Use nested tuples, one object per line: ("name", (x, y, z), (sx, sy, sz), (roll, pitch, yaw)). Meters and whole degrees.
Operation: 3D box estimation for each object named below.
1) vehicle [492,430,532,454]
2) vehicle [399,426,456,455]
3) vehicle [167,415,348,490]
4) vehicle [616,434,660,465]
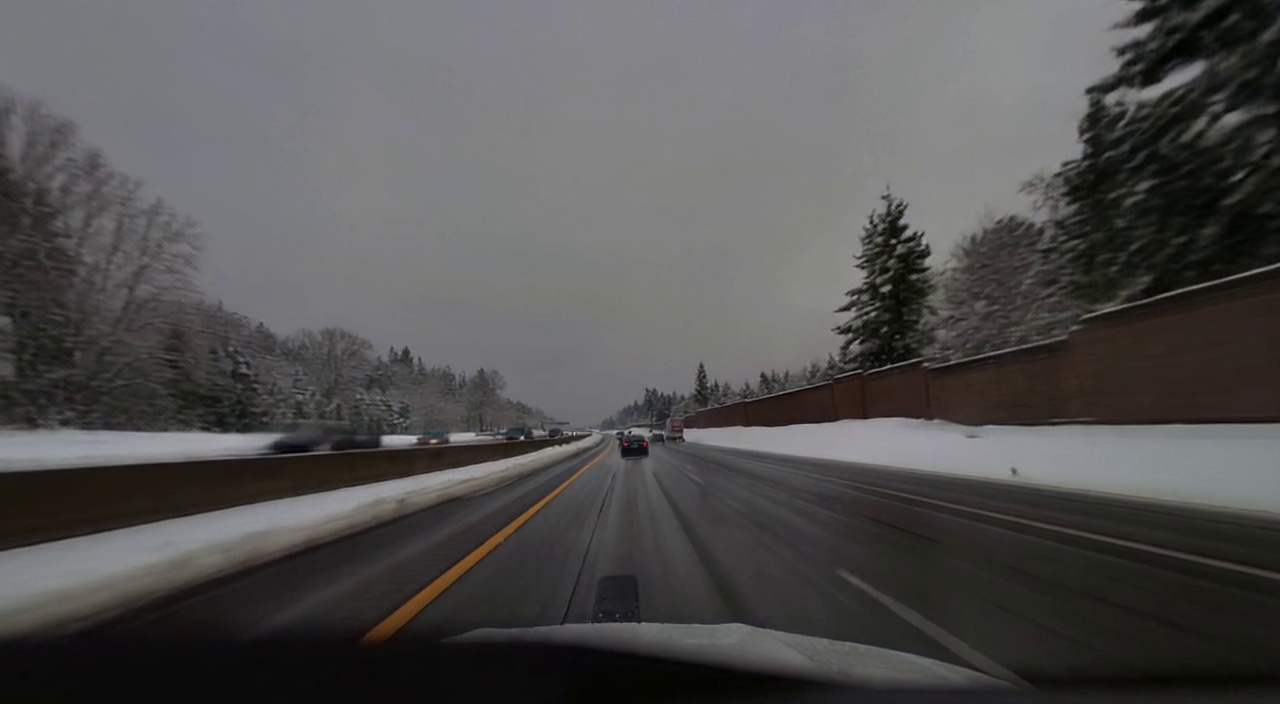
("vehicle", (-8.560, 6.038, 42.451), (1.941, 1.506, 3.768), (0, -8, 0))
("vehicle", (-12.818, 5.341, 38.218), (1.974, 1.647, 4.270), (0, -8, 0))
("vehicle", (-8.793, 2.332, 14.968), (1.842, 1.511, 3.979), (0, -8, -1))
("vehicle", (-0.148, 4.965, 32.446), (2.119, 1.480, 4.000), (0, -8, -1))
